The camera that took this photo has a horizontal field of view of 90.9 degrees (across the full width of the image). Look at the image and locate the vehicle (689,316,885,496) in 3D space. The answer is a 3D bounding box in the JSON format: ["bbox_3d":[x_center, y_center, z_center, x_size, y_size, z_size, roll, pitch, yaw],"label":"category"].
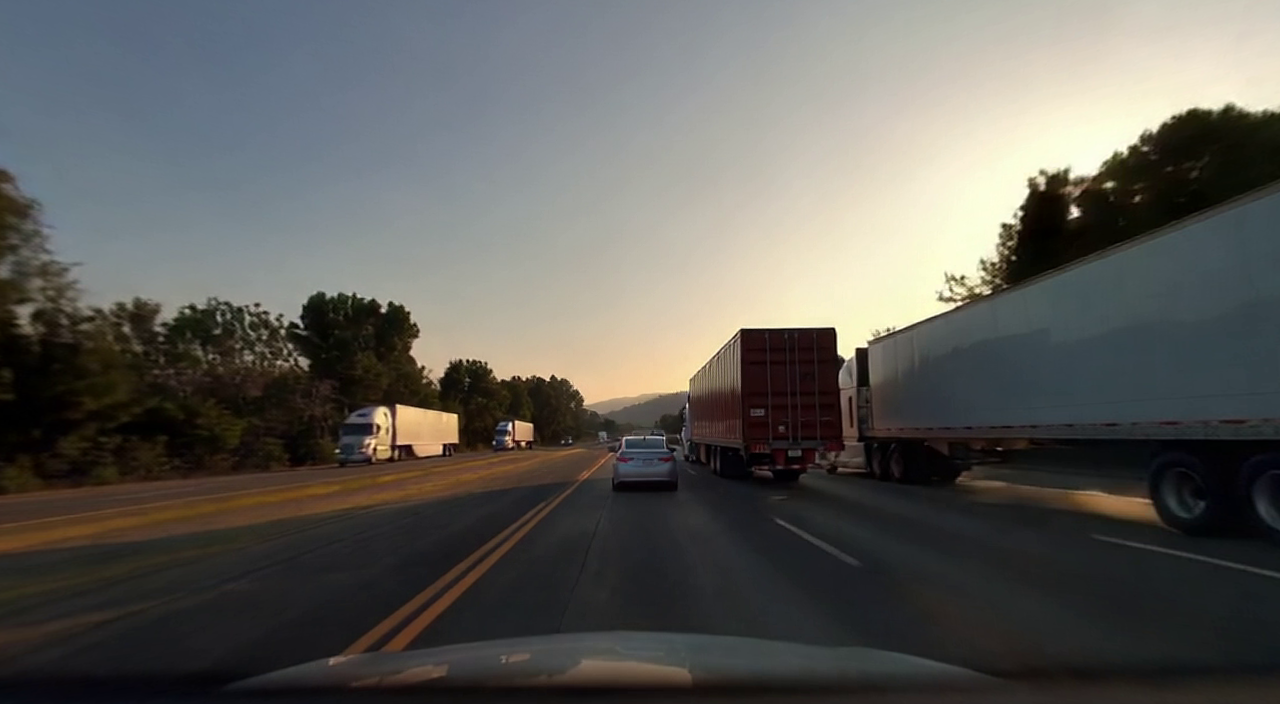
[{"bbox_3d":[3.887,2.131,21.462,2.888,4.099,14.183,0,-8,-2],"label":"vehicle"}]

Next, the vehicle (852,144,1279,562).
[{"bbox_3d":[8.120,0.706,11.801,3.110,4.308,14.260,0,-8,-1],"label":"vehicle"}]

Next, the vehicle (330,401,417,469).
[{"bbox_3d":[-17.011,5.359,40.747,2.962,4.015,5.938,0,-8,-1],"label":"vehicle"}]

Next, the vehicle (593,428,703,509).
[{"bbox_3d":[0.099,2.412,13.614,2.038,1.477,3.773,0,-8,-1],"label":"vehicle"}]
